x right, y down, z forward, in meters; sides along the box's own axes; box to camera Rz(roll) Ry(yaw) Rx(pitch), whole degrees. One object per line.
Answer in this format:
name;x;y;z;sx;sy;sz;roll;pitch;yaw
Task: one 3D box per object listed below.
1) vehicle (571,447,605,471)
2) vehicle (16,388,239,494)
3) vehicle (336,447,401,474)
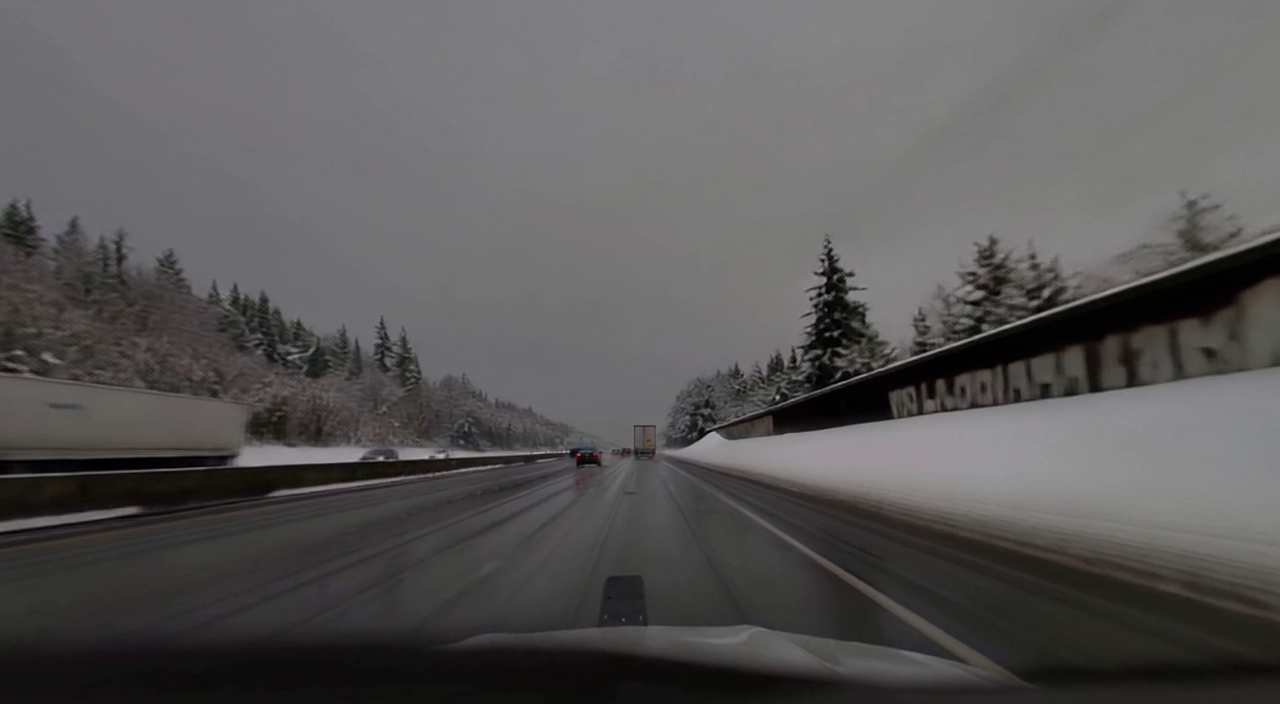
vehicle;-3.287;6.854;40.529;1.803;1.466;4.509;0;-9;0
vehicle;-22.075;4.008;28.095;2.850;4.006;8.213;0;-9;0
vehicle;-17.998;7.186;42.063;1.980;1.638;5.194;0;-9;0
